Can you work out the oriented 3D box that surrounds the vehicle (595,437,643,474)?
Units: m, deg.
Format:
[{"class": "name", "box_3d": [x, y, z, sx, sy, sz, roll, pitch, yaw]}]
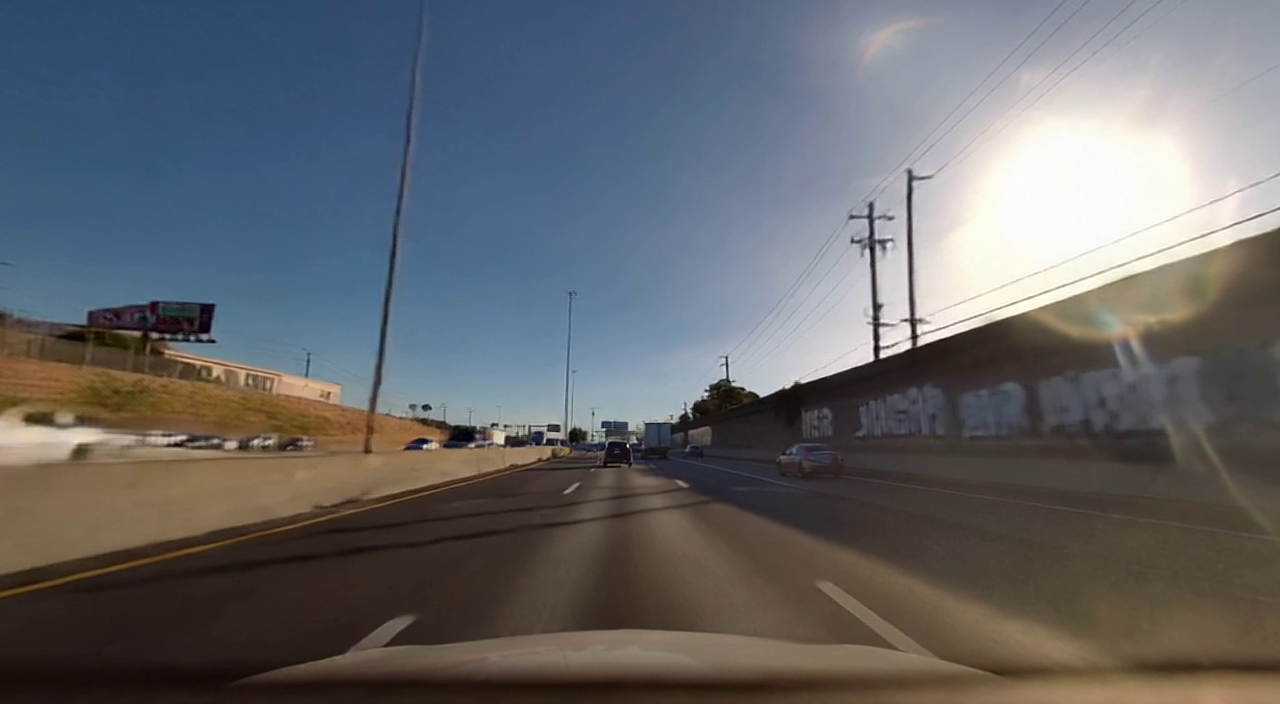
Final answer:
[{"class": "vehicle", "box_3d": [-1.010, 5.005, 30.699, 2.191, 1.685, 3.353, 0, -9, -2]}]

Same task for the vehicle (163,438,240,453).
[{"class": "vehicle", "box_3d": [-32.014, 6.845, 46.255, 4.477, 1.085, 1.982, 5, -10, -32]}]

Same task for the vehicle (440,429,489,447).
[{"class": "vehicle", "box_3d": [-11.451, 5.673, 41.552, 2.021, 1.111, 4.395, 0, -9, -1]}]

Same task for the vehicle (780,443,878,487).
[{"class": "vehicle", "box_3d": [6.908, 4.161, 23.680, 2.018, 1.451, 4.762, 0, -9, -3]}]

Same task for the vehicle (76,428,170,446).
[{"class": "vehicle", "box_3d": [-32.269, 5.338, 39.607, 4.287, 1.030, 2.050, 5, -10, -31]}]

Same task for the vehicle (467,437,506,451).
[{"class": "vehicle", "box_3d": [-11.091, 6.723, 45.917, 1.884, 0.990, 3.895, 0, -9, 0]}]
